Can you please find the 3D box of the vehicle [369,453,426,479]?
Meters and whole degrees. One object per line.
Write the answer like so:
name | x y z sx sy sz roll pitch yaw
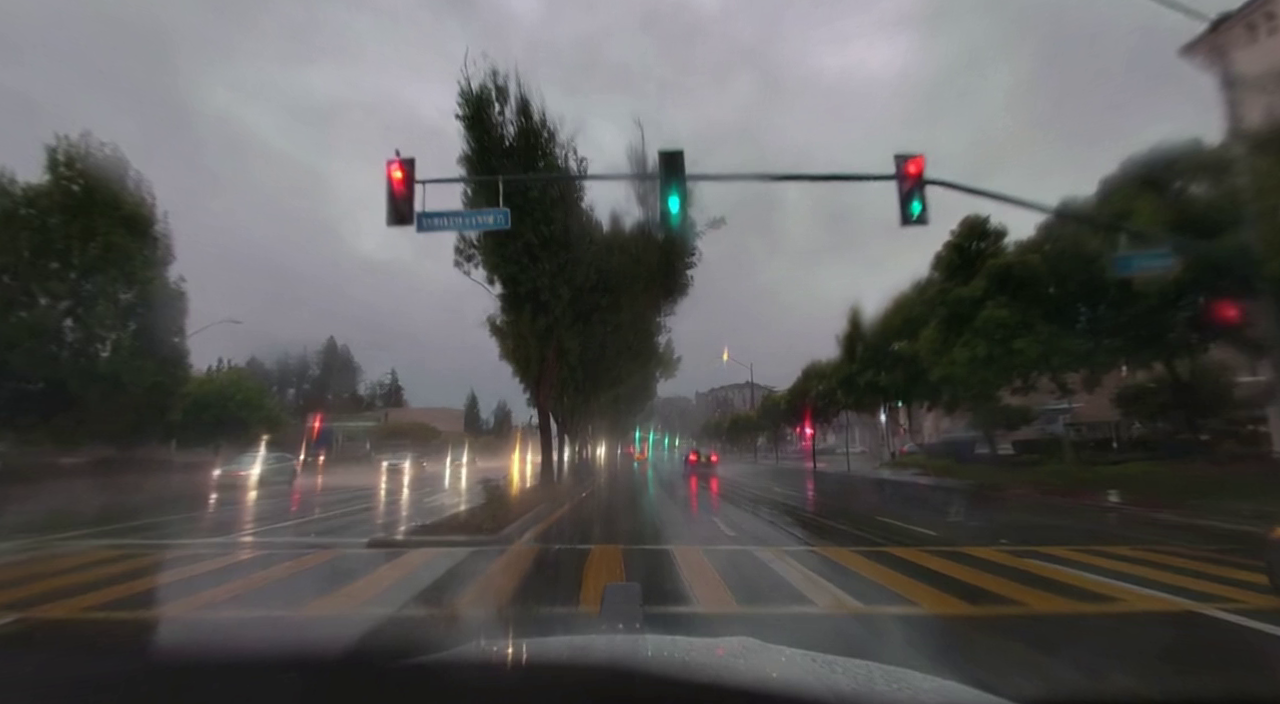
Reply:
vehicle | -15.053 7.099 39.514 1.878 1.515 4.258 0 -9 0

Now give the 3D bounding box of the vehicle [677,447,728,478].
vehicle | 3.152 5.670 32.799 1.983 1.482 4.463 0 -9 -2

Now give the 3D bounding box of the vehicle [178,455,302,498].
vehicle | -15.726 4.888 25.203 1.956 1.525 4.576 0 -9 0
